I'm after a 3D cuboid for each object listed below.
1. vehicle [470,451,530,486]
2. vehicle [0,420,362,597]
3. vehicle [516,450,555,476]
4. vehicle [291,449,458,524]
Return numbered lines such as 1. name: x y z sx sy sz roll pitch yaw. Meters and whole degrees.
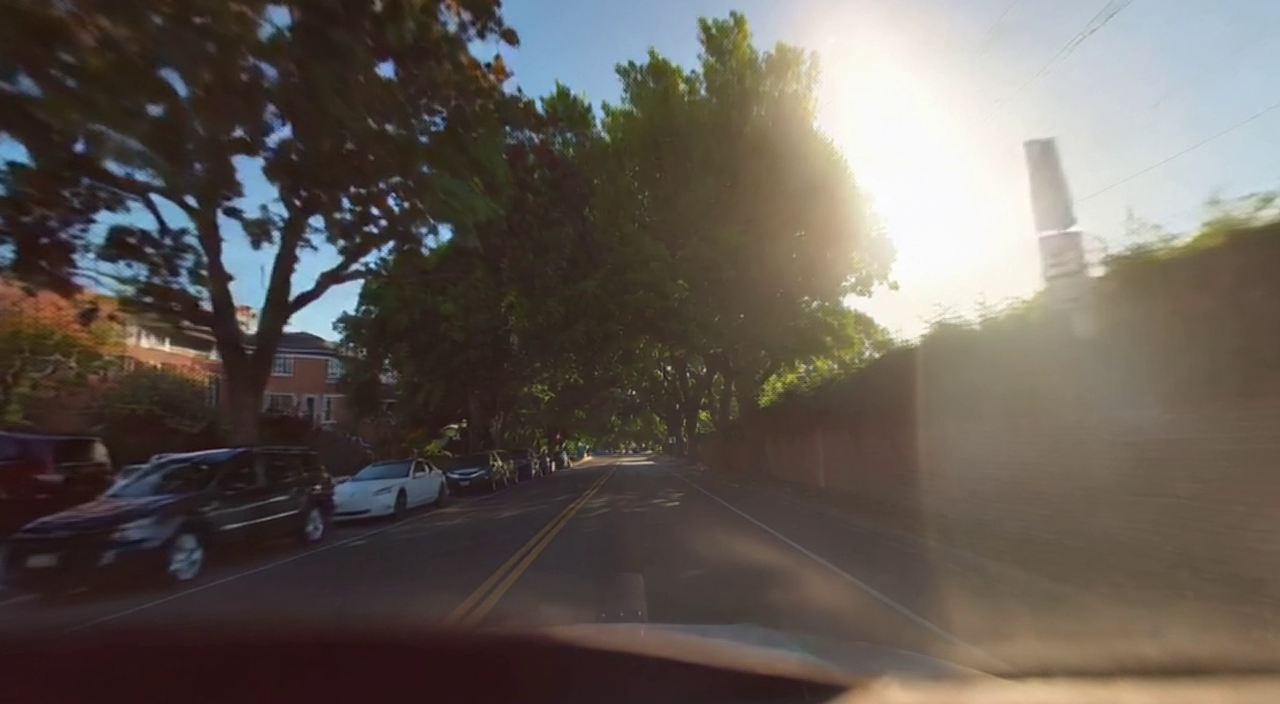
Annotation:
1. vehicle: -6.539 5.461 29.999 1.906 1.460 4.391 1 -8 -1
2. vehicle: -6.274 2.012 9.254 1.976 1.805 5.123 1 -8 1
3. vehicle: -6.843 7.286 41.758 1.952 1.514 4.630 1 -8 -2
4. vehicle: -6.320 3.210 15.837 1.925 1.488 4.983 1 -8 1
